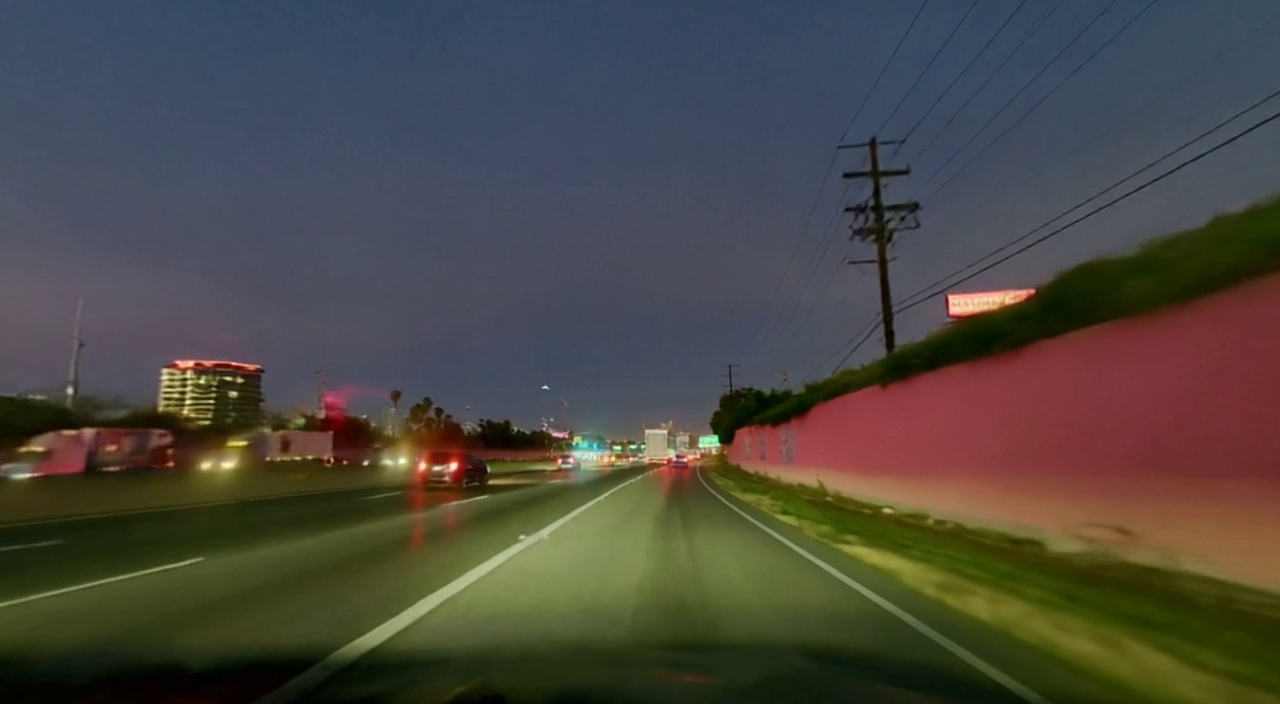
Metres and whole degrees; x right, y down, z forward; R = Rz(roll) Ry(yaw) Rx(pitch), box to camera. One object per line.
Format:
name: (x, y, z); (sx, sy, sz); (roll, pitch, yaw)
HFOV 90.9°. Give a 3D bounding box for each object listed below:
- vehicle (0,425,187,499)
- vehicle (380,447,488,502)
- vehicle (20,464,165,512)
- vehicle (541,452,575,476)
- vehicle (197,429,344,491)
vehicle: (-26.294, 5.229, 30.426); (2.532, 3.078, 7.751); (-1, -9, 4)
vehicle: (-6.353, 3.799, 19.904); (1.966, 1.565, 3.766); (-1, -9, 3)
vehicle: (-18.857, 4.676, 21.914); (1.845, 1.428, 3.427); (-1, -9, 2)
vehicle: (-5.354, 7.351, 41.354); (1.708, 1.489, 2.840); (-1, -9, 4)
vehicle: (-21.957, 6.518, 38.387); (2.878, 3.290, 9.214); (-1, -9, 3)
